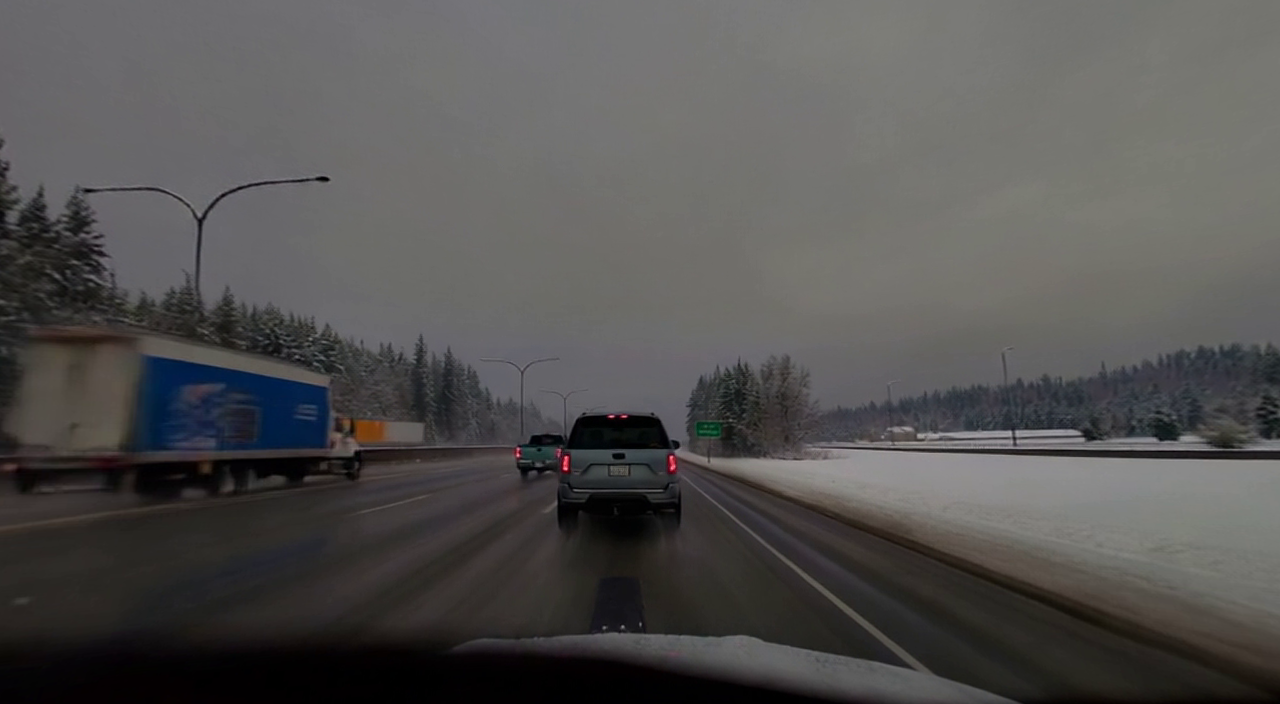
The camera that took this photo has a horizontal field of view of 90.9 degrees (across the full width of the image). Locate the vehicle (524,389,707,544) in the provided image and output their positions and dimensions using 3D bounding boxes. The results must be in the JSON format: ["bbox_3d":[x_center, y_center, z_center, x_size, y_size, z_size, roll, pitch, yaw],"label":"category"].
[{"bbox_3d":[-0.454,1.842,10.739,2.395,2.013,4.734,0,-8,-4],"label":"vehicle"}]

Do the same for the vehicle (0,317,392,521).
[{"bbox_3d":[-10.958,2.060,17.410,3.347,3.686,12.113,0,-8,0],"label":"vehicle"}]
